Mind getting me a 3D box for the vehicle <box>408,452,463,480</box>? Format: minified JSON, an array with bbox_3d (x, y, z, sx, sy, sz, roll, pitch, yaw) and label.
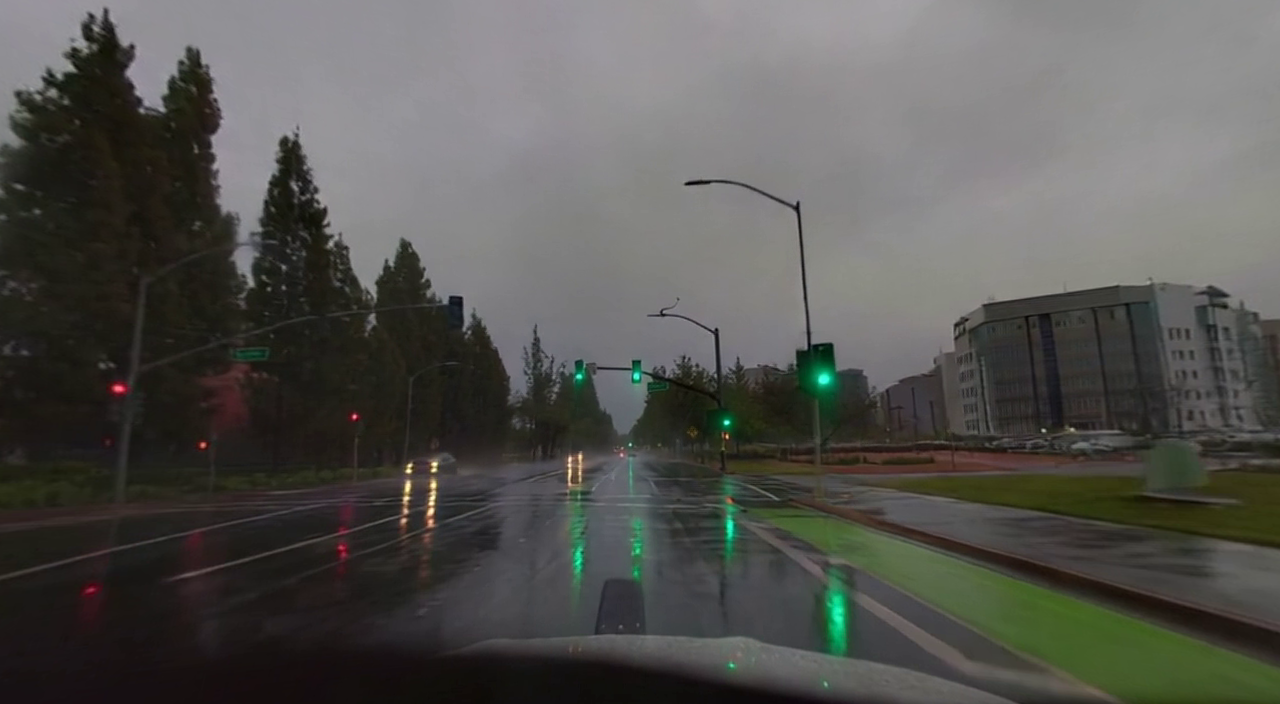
[{"bbox_3d":[-14.300,7.975,44.391,2.113,1.804,4.732,0,-9,2],"label":"vehicle"}]
